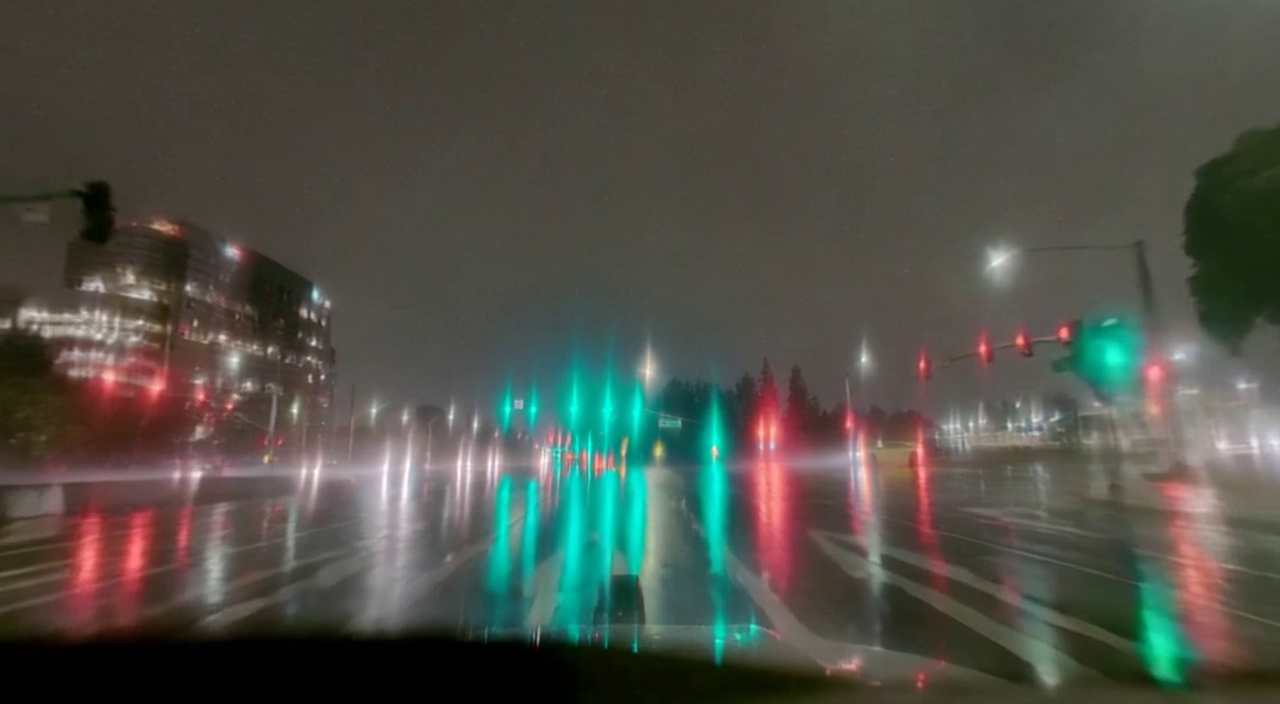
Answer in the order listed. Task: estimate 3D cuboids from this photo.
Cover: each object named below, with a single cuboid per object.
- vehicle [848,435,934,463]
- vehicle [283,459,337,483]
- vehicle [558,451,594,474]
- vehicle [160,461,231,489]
[{"bbox_3d":[17.466,6.779,44.167,5.003,1.786,2.369,0,-9,-2],"label":"vehicle"},{"bbox_3d":[-25.931,9.354,49.821,1.877,1.640,4.337,0,-9,0],"label":"vehicle"},{"bbox_3d":[-4.381,7.685,44.027,2.073,1.445,4.151,0,-9,0],"label":"vehicle"},{"bbox_3d":[-29.270,8.092,41.772,1.789,1.579,4.026,0,-9,0],"label":"vehicle"}]
